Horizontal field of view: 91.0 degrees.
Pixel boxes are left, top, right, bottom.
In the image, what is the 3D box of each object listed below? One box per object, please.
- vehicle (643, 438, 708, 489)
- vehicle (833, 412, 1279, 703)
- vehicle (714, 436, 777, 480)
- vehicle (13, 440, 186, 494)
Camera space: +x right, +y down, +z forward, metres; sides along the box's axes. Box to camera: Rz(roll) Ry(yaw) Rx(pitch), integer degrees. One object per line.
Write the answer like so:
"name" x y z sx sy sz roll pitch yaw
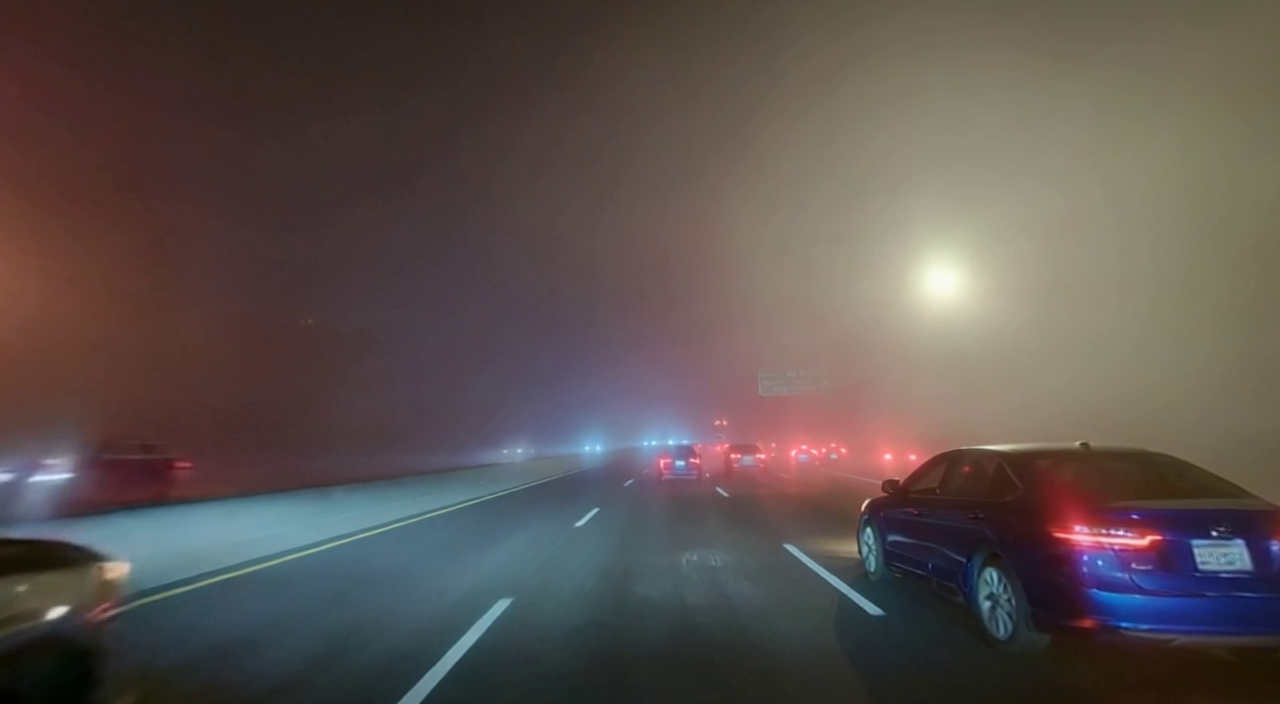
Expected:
"vehicle" 1.232 3.874 22.196 2.074 1.614 3.803 0 -9 3
"vehicle" 3.181 1.347 4.867 2.009 1.489 4.559 0 -9 1
"vehicle" 4.365 4.489 26.777 2.076 1.684 4.241 0 -9 2
"vehicle" -18.861 4.008 22.328 1.956 1.688 4.466 0 -9 3
